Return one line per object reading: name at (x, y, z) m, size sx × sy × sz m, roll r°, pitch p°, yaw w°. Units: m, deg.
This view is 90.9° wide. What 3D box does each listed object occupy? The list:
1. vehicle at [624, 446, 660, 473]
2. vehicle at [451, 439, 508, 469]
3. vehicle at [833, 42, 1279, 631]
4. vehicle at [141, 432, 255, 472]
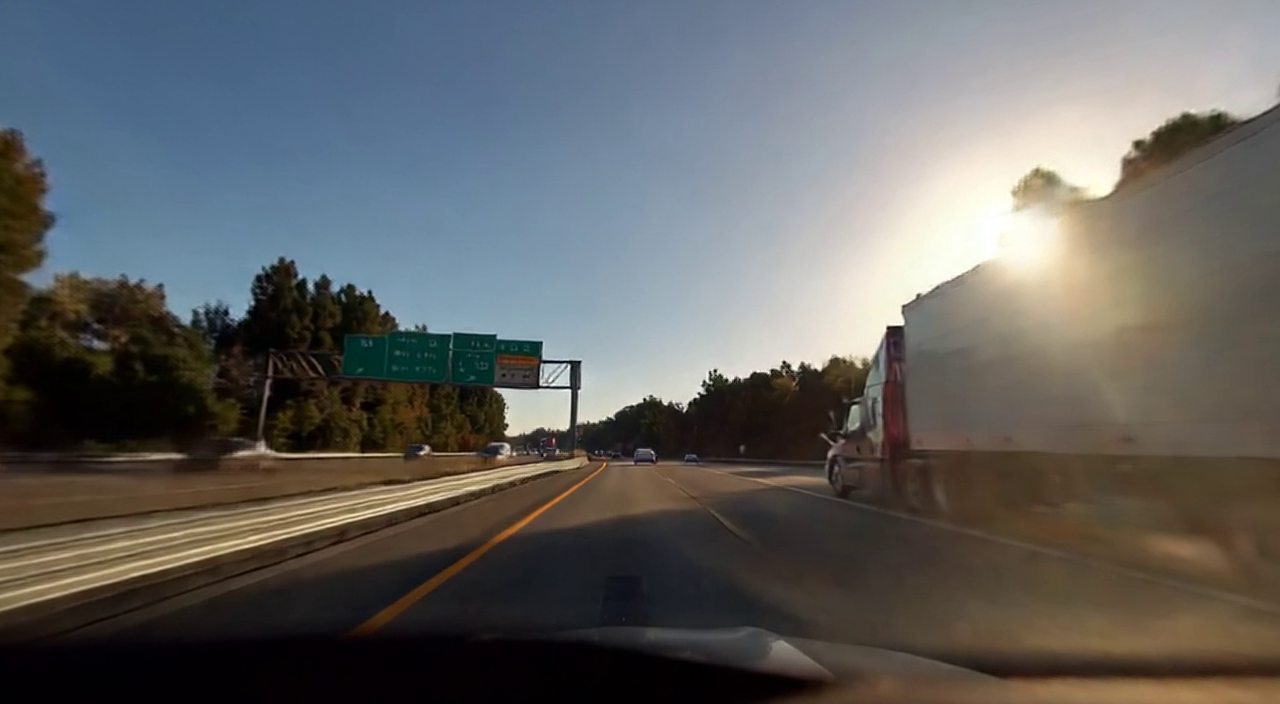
vehicle at (0.160, 6.651, 39.098) m, size 2.111 × 1.599 × 3.859 m, roll 0°, pitch -9°, yaw 1°
vehicle at (-8.618, 5.555, 34.249) m, size 1.932 × 1.501 × 4.607 m, roll 0°, pitch -9°, yaw -1°
vehicle at (5.944, 0.454, 7.944) m, size 2.890 × 4.006 × 14.039 m, roll 0°, pitch -9°, yaw 1°
vehicle at (-19.481, 4.446, 28.066) m, size 1.892 × 1.628 × 4.423 m, roll 0°, pitch -9°, yaw -1°
